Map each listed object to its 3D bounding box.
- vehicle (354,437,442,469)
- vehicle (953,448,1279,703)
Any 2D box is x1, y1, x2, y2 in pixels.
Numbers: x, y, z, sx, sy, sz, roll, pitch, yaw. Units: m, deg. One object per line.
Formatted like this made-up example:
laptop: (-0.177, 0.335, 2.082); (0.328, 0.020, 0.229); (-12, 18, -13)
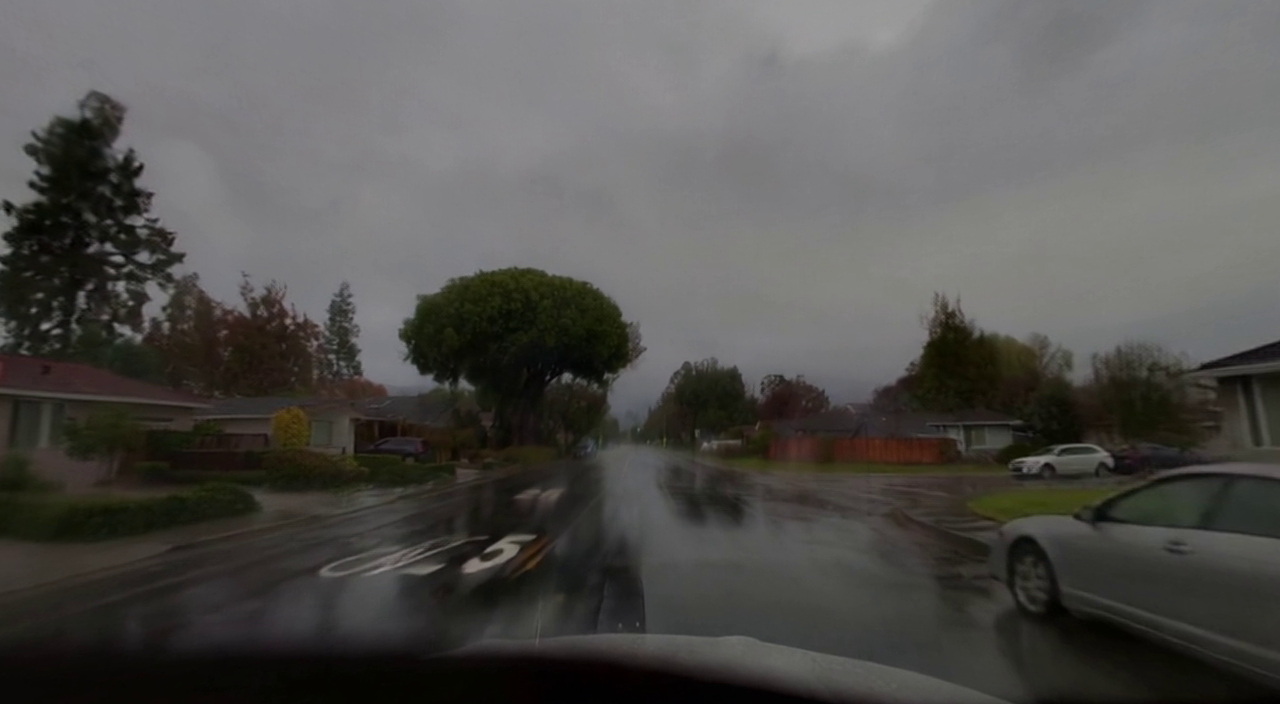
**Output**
vehicle: (-12.956, 5.448, 33.981); (3.921, 1.629, 1.832); (0, -10, 3)
vehicle: (4.102, 1.345, 3.973); (1.952, 1.442, 4.529); (0, -8, 0)
